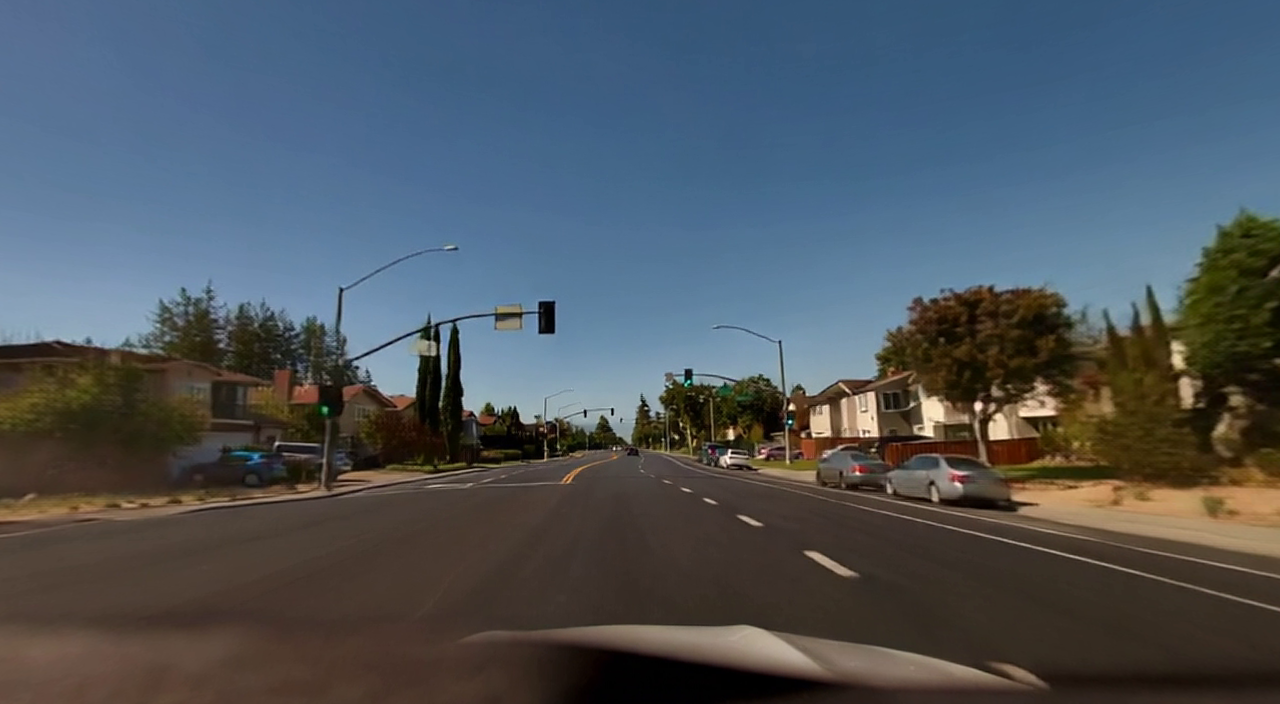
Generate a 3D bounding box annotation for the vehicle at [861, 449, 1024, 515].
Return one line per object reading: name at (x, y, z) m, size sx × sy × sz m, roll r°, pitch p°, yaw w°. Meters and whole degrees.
vehicle at (7.830, 3.366, 16.935) m, size 1.951 × 1.528 × 4.366 m, roll 1°, pitch -9°, yaw -4°

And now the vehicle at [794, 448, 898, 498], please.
vehicle at (7.355, 4.321, 23.121) m, size 1.934 × 1.504 × 4.928 m, roll 4°, pitch -9°, yaw -3°

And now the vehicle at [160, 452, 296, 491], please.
vehicle at (-17.936, 5.207, 27.694) m, size 4.598 × 1.445 × 1.973 m, roll -2°, pitch -9°, yaw -1°

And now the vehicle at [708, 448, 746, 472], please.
vehicle at (6.315, 7.882, 46.320) m, size 2.064 × 1.498 × 4.877 m, roll 4°, pitch -9°, yaw 0°

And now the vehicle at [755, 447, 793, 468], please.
vehicle at (10.203, 8.069, 48.429) m, size 1.925 × 1.490 × 4.475 m, roll 0°, pitch -9°, yaw 1°

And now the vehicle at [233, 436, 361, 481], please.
vehicle at (-18.055, 5.657, 33.520) m, size 5.096 × 2.070 × 2.687 m, roll 2°, pitch -10°, yaw 1°
